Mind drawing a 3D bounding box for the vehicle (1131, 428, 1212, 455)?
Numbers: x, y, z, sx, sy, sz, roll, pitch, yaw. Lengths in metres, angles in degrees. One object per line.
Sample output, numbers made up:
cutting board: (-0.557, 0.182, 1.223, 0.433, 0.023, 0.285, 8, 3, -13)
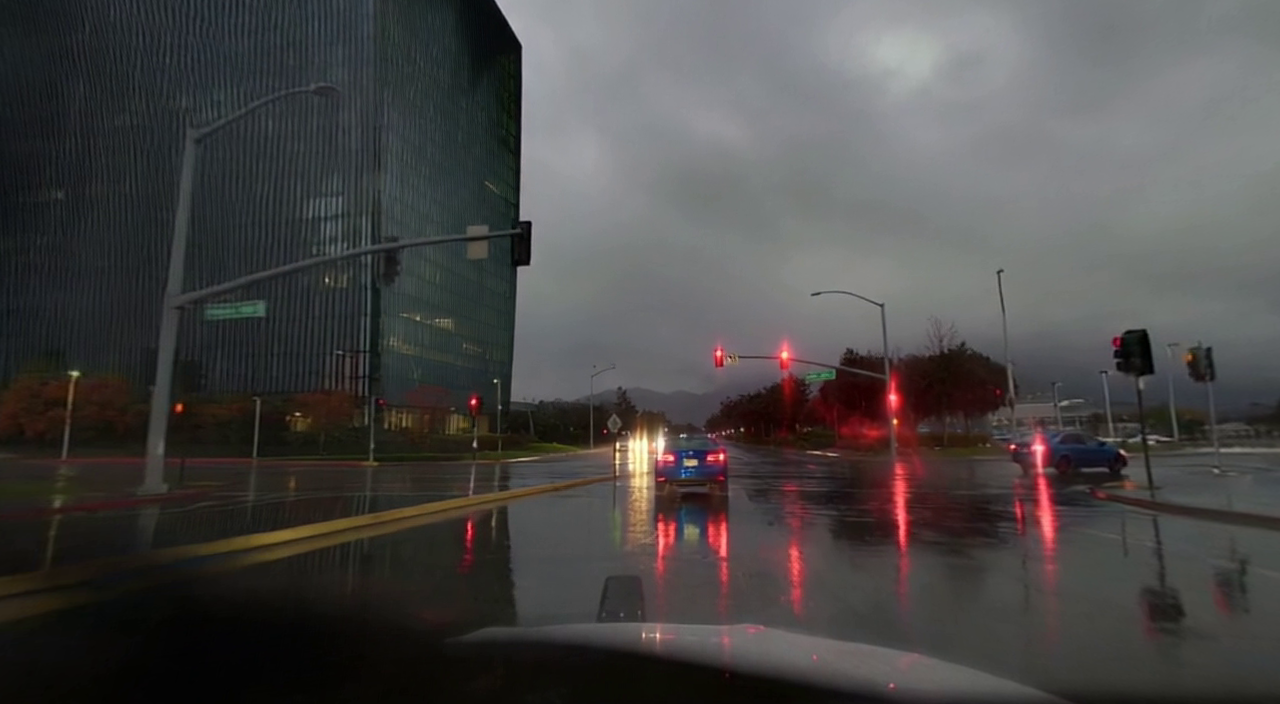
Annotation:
vehicle: (30.853, 5.240, 36.669, 1.816, 1.476, 3.652, -1, -9, 8)

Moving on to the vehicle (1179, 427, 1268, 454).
vehicle: (33.337, 5.100, 36.125, 1.743, 1.472, 3.772, -1, -9, 6)

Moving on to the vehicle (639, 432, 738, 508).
vehicle: (1.272, 2.734, 15.072, 2.014, 1.525, 4.197, -1, -9, 8)

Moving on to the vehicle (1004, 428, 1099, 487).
vehicle: (13.974, 3.518, 21.249, 2.174, 1.749, 4.739, -6, -11, 37)

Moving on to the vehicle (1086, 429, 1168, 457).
vehicle: (28.583, 5.399, 37.144, 1.864, 1.519, 4.317, -1, -9, 8)
